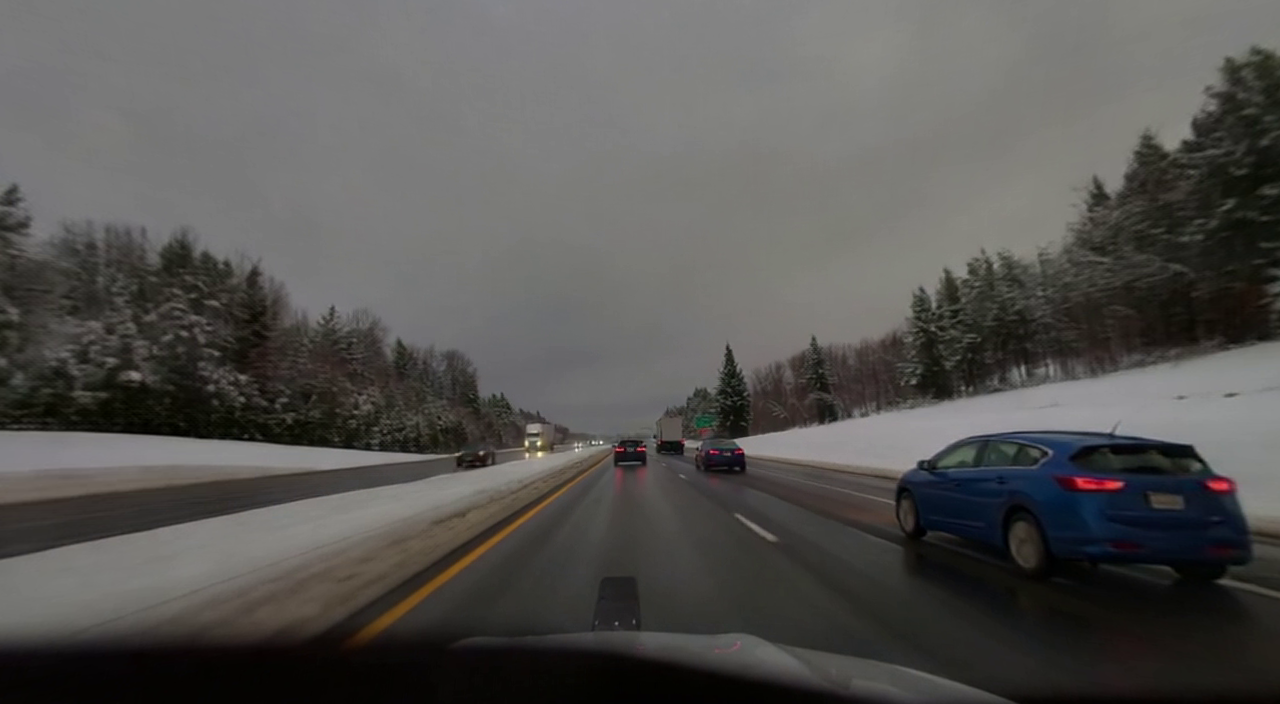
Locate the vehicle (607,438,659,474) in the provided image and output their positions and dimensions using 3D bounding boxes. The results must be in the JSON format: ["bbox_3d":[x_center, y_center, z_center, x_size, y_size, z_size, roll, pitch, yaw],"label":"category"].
[{"bbox_3d":[-0.324,4.505,27.702,2.143,1.466,3.693,0,-8,-1],"label":"vehicle"}]

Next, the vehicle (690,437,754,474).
[{"bbox_3d":[3.483,4.475,27.602,2.004,1.469,4.472,0,-8,-2],"label":"vehicle"}]

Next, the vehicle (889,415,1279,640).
[{"bbox_3d":[4.534,1.487,6.510,2.066,1.526,4.216,0,-8,-2],"label":"vehicle"}]

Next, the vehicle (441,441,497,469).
[{"bbox_3d":[-9.741,5.888,36.210,2.154,1.488,4.002,0,-8,-1],"label":"vehicle"}]
